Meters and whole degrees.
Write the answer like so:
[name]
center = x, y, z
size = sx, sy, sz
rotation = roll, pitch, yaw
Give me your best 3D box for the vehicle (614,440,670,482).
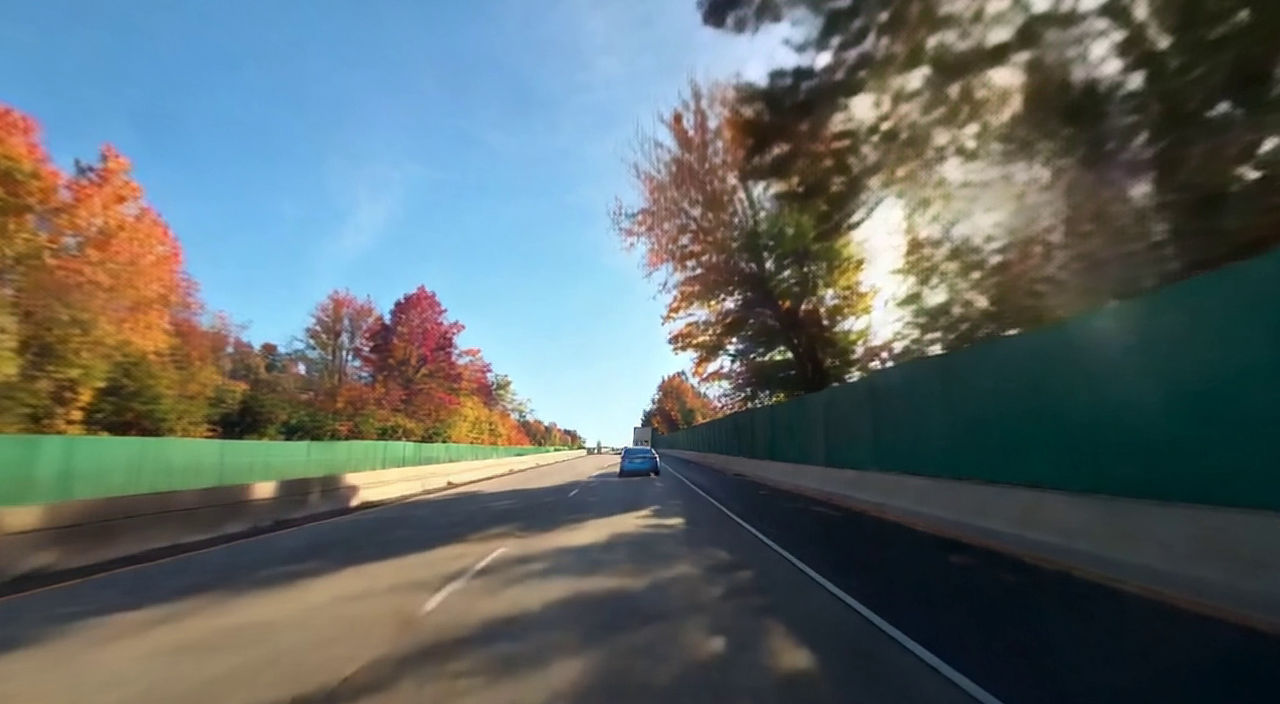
[vehicle]
center = 0.029, 4.316, 25.293
size = 2.057, 1.516, 4.065
rotation = 0, -8, -1
